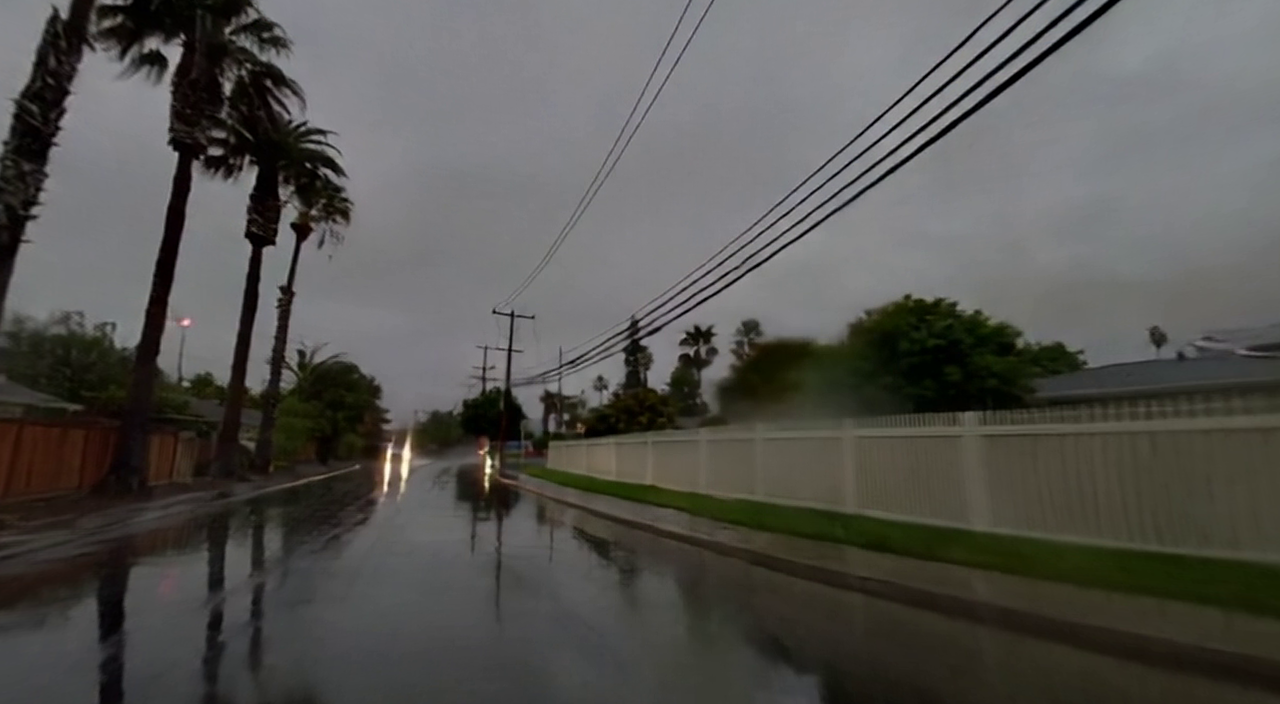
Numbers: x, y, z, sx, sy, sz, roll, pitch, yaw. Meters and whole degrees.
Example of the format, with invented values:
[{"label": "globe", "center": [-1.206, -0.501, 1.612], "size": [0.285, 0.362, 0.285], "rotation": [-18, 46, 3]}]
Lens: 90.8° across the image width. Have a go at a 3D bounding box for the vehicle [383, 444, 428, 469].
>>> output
[{"label": "vehicle", "center": [-17.498, 7.823, 47.361], "size": [2.208, 1.758, 4.529], "rotation": [1, -8, -8]}]
